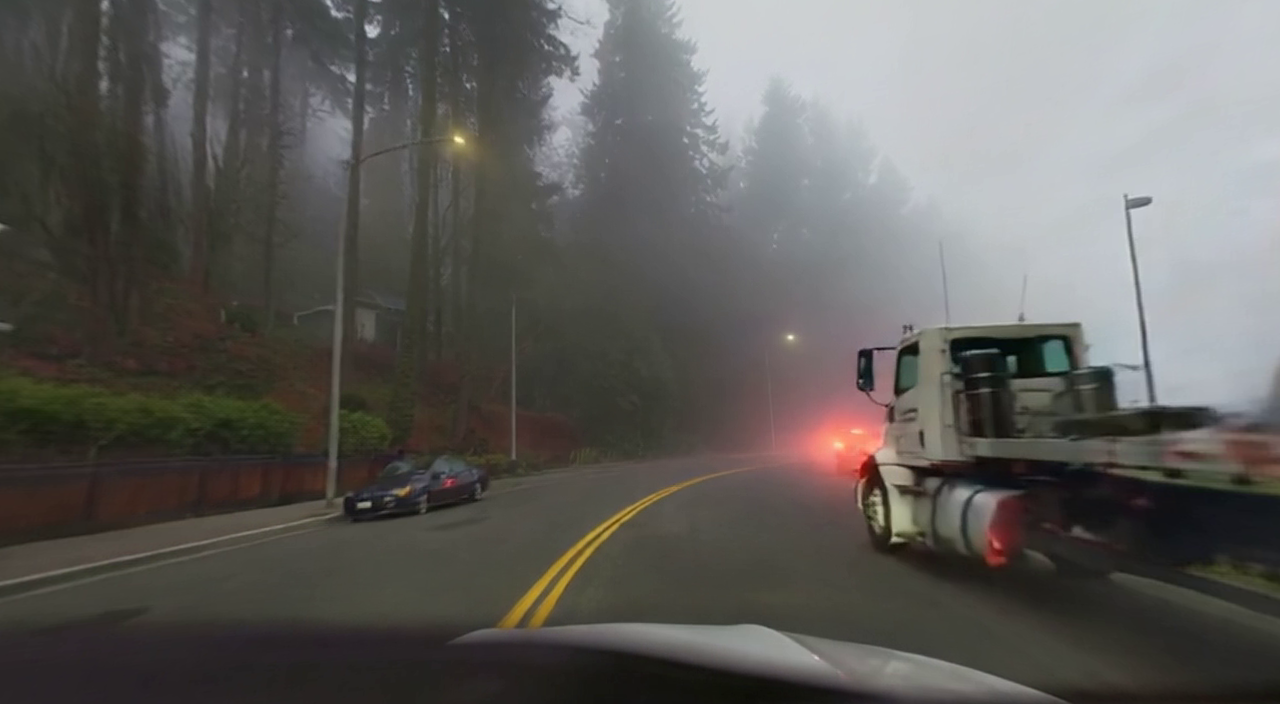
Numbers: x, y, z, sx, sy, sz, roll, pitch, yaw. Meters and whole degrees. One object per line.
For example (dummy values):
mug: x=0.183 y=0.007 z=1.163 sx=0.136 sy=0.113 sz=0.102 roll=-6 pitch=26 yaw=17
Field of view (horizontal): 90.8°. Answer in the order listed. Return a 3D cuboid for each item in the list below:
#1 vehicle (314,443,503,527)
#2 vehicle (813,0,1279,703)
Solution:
vehicle: x=-4.698 y=2.729 z=13.641 sx=1.930 sy=1.487 sz=4.213 roll=-2 pitch=-8 yaw=10
vehicle: x=3.834 y=0.058 z=2.328 sx=2.834 sy=3.143 sz=12.517 roll=0 pitch=-9 yaw=0
